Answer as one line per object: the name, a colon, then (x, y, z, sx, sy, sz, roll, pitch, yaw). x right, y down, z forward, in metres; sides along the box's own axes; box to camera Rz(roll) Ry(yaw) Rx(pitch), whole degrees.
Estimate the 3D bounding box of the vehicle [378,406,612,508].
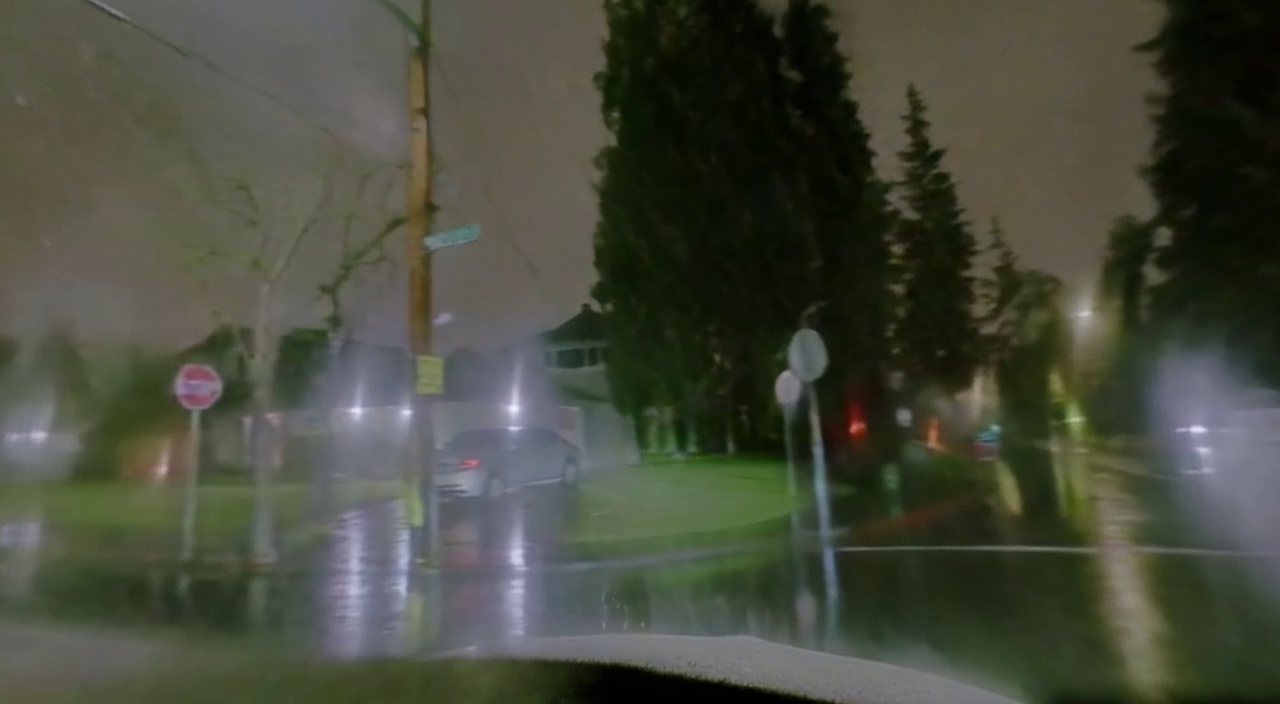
vehicle: (-3.066, 2.316, 15.130, 2.286, 1.915, 5.980, -4, -7, 24)
